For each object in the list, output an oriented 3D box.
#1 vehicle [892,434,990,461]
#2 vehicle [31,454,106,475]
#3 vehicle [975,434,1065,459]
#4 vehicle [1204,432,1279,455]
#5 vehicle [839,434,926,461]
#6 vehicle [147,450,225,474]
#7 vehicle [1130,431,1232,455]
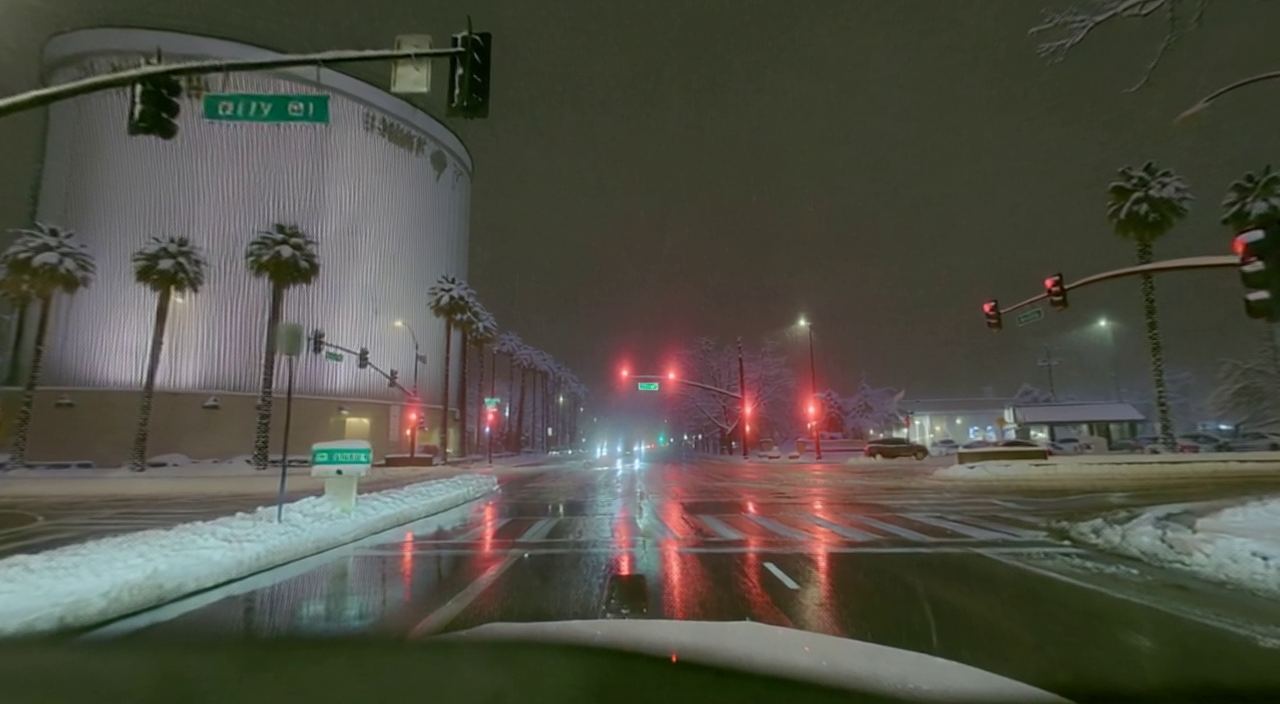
[{"bbox_3d":[17.112,5.438,35.959,4.684,1.461,1.777,0,-8,-1],"label":"vehicle"},{"bbox_3d":[-41.431,8.161,45.726,3.698,1.467,1.779,0,-8,1],"label":"vehicle"},{"bbox_3d":[23.714,5.914,39.418,4.423,1.465,1.798,0,-8,1],"label":"vehicle"},{"bbox_3d":[42.293,6.346,43.715,4.437,1.469,1.811,0,-8,0],"label":"vehicle"},{"bbox_3d":[15.190,6.015,39.663,4.648,1.665,1.910,0,-8,0],"label":"vehicle"},{"bbox_3d":[-32.864,7.945,45.675,4.136,1.661,1.857,0,-8,1],"label":"vehicle"},{"bbox_3d":[33.380,5.620,38.989,4.567,1.458,1.791,0,-8,1],"label":"vehicle"}]
